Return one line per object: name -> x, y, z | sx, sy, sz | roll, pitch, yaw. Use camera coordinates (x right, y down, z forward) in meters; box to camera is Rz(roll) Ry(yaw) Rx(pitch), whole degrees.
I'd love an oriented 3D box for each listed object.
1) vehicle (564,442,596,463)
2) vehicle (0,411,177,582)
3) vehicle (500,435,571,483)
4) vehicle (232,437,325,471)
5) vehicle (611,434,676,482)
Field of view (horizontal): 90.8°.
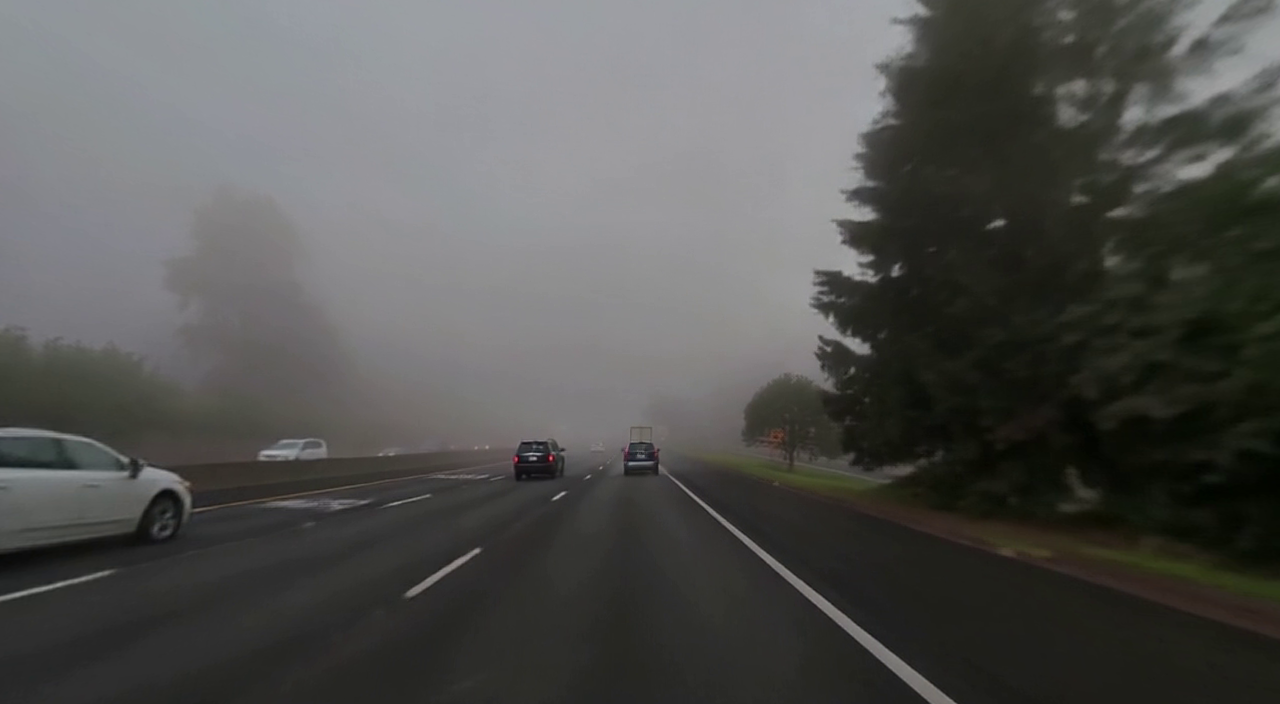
vehicle -> -4.644, 7.858, 49.580 | 2.084, 1.528, 4.094 | 0, -8, 0
vehicle -> -7.351, 1.403, 6.092 | 2.195, 1.652, 4.733 | 0, -8, 0
vehicle -> -4.044, 4.222, 25.132 | 2.044, 1.717, 4.421 | 0, -8, 0
vehicle -> -21.826, 6.190, 38.523 | 2.238, 1.895, 5.840 | 0, -8, 0
vehicle -> 0.094, 4.231, 25.429 | 2.378, 1.750, 4.355 | 0, -8, -1
